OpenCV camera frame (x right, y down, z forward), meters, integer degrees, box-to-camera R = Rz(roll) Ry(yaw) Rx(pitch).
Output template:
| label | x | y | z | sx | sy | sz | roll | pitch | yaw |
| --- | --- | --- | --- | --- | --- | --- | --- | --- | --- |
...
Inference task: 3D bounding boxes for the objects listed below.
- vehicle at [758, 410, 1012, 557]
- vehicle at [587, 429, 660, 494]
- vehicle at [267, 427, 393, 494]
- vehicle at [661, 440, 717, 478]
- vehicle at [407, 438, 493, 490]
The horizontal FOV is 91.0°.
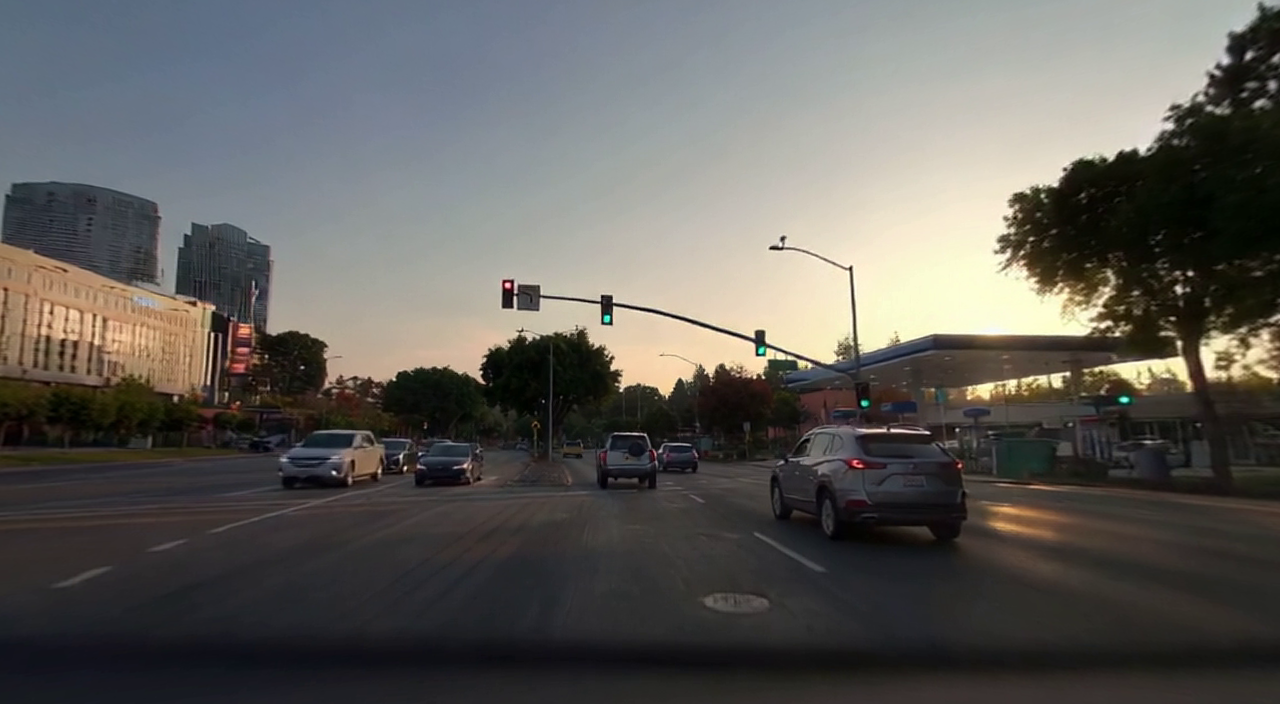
| label | x | y | z | sx | sy | sz | roll | pitch | yaw |
| --- | --- | --- | --- | --- | --- | --- | --- | --- | --- |
| vehicle | 3.378 | 1.900 | 9.778 | 2.000 | 1.745 | 4.206 | 1 | -8 | -4 |
| vehicle | -0.612 | 3.368 | 19.715 | 2.051 | 1.798 | 4.168 | 1 | -8 | -4 |
| vehicle | -9.082 | 3.195 | 18.903 | 1.992 | 1.755 | 4.283 | 1 | -8 | -6 |
| vehicle | 2.159 | 4.813 | 28.569 | 1.800 | 1.592 | 3.658 | 1 | -8 | -7 |
| vehicle | -6.174 | 3.663 | 20.972 | 1.987 | 1.505 | 4.337 | 1 | -8 | -7 |
